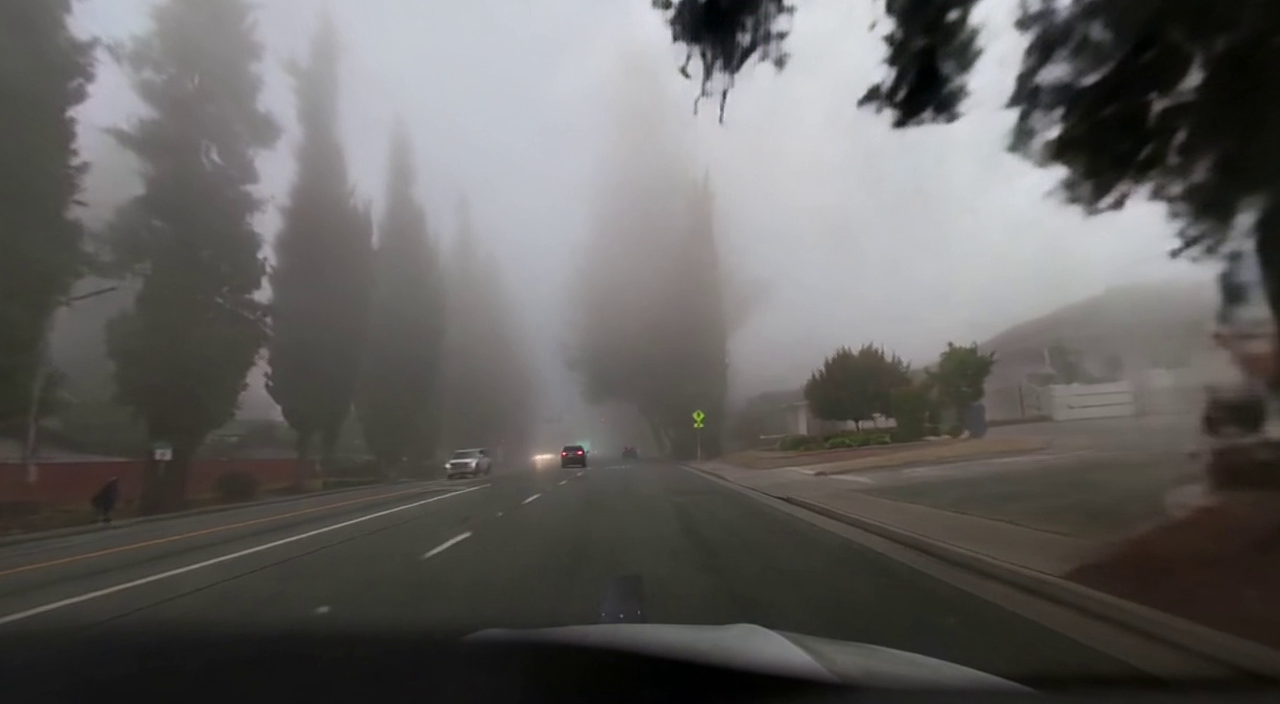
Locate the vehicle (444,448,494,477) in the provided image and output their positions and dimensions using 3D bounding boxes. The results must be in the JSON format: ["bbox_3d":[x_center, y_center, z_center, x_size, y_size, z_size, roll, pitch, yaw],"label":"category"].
[{"bbox_3d":[-11.281,7.308,42.067,2.121,1.769,4.359,0,-8,0],"label":"vehicle"}]

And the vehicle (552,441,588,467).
[{"bbox_3d":[-4.841,7.128,44.298,2.065,1.714,4.272,0,-8,0],"label":"vehicle"}]
